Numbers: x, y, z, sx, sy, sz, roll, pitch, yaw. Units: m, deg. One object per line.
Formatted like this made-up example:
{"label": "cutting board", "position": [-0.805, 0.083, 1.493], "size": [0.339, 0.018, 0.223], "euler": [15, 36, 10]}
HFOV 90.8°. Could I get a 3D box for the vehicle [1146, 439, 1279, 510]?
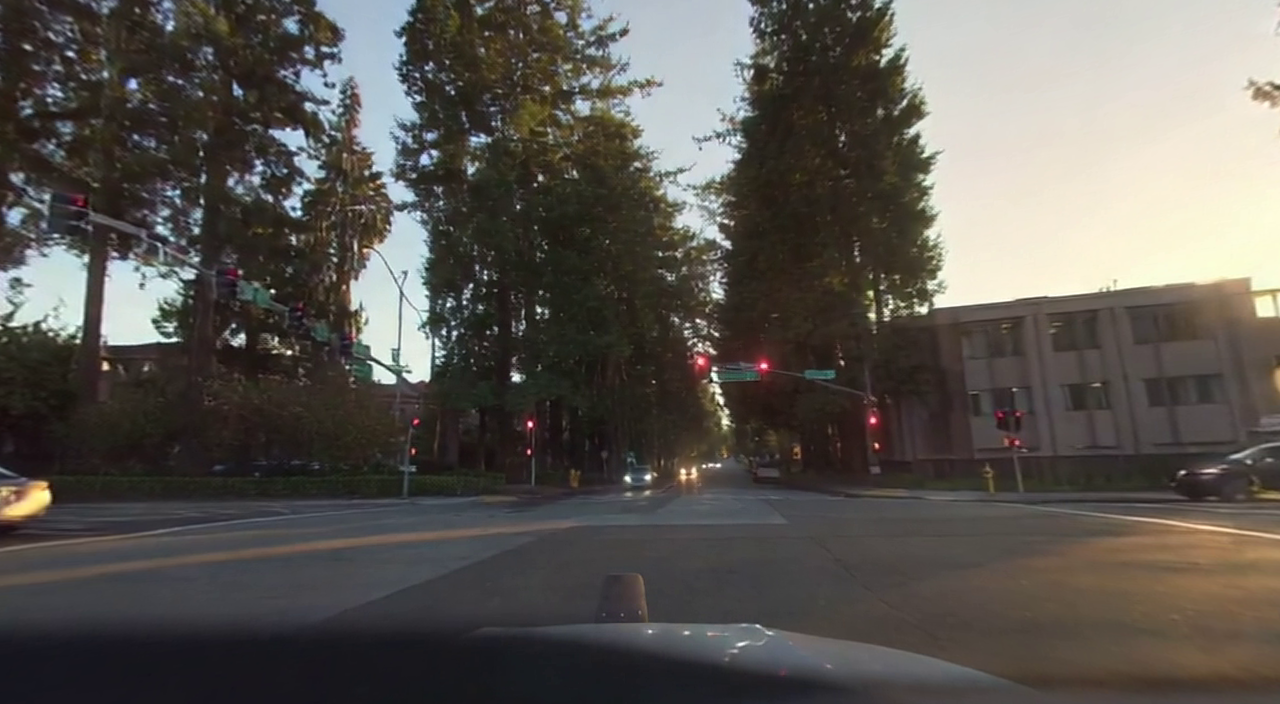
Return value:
{"label": "vehicle", "position": [18.687, 3.537, 18.573], "size": [5.220, 1.897, 2.596], "euler": [-1, -8, 7]}
